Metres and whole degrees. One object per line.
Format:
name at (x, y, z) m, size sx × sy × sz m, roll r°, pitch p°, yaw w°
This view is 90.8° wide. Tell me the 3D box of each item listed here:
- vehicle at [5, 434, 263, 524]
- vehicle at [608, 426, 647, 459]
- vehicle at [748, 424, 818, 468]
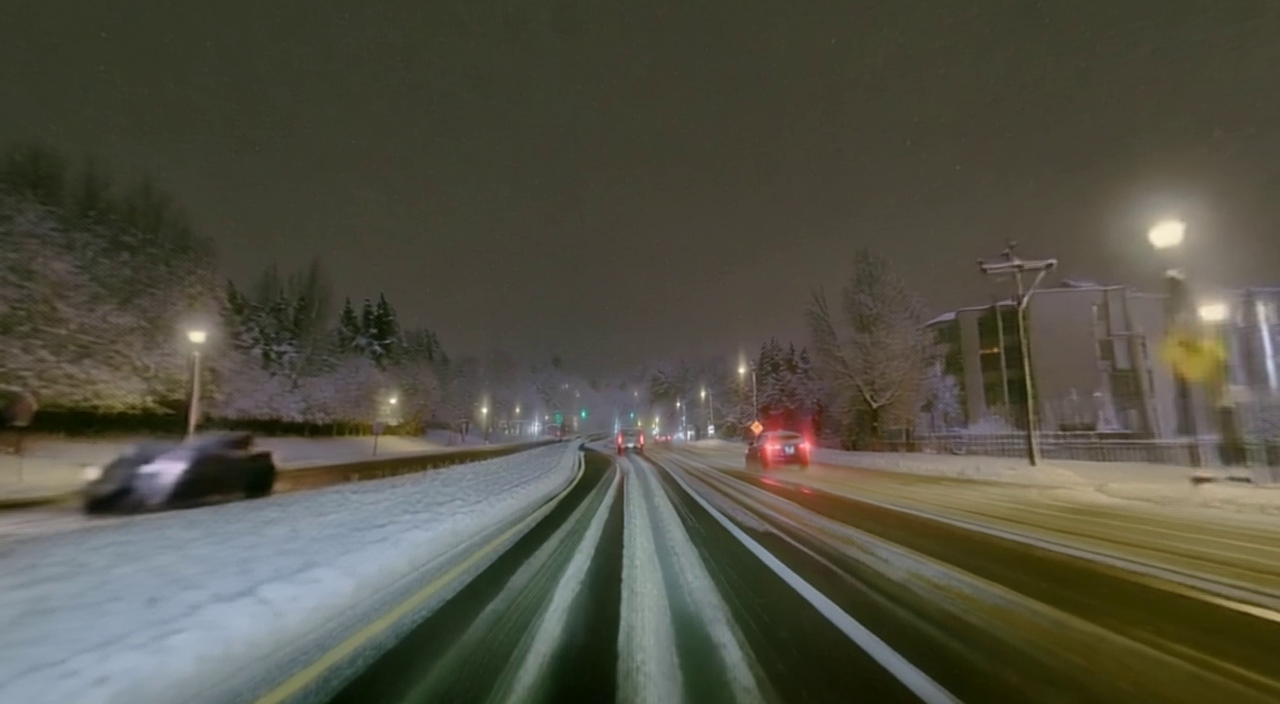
vehicle at (-10.637, 2.664, 13.882) m, size 2.002 × 1.620 × 4.471 m, roll 0°, pitch -8°, yaw -1°
vehicle at (-0.743, 5.443, 37.916) m, size 2.193 × 1.794 × 4.457 m, roll 0°, pitch -8°, yaw -2°
vehicle at (6.379, 4.273, 28.720) m, size 2.026 × 1.804 × 4.565 m, roll 0°, pitch -8°, yaw -1°
